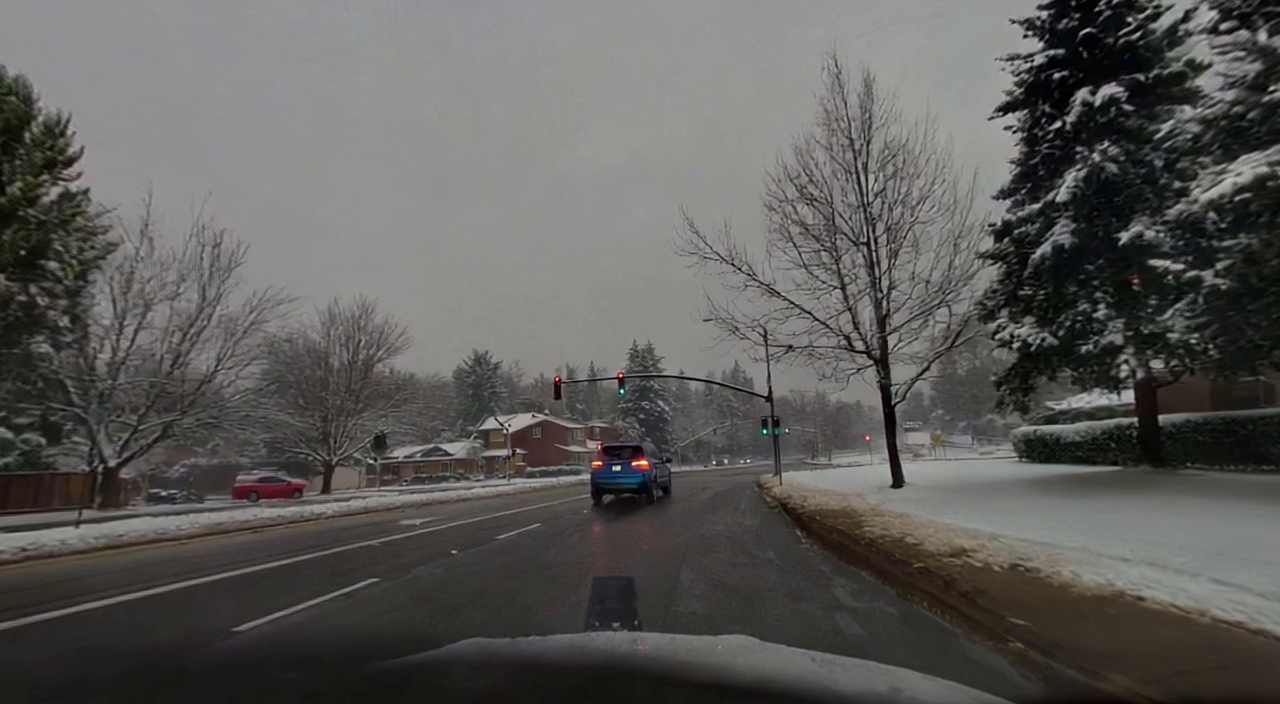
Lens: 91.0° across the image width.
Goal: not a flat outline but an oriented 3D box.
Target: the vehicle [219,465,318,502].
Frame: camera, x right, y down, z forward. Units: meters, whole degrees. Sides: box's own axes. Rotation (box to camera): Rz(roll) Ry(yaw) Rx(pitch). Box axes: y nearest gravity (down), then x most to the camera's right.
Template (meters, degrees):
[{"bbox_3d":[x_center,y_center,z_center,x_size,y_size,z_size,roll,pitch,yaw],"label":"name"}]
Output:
[{"bbox_3d":[-22.409,7.923,38.312,2.332,1.896,5.688,-1,-9,3],"label":"vehicle"}]

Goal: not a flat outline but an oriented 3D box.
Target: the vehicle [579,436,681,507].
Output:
[{"bbox_3d":[-0.156,3.633,19.695,2.059,1.908,4.714,-2,-9,13],"label":"vehicle"}]
